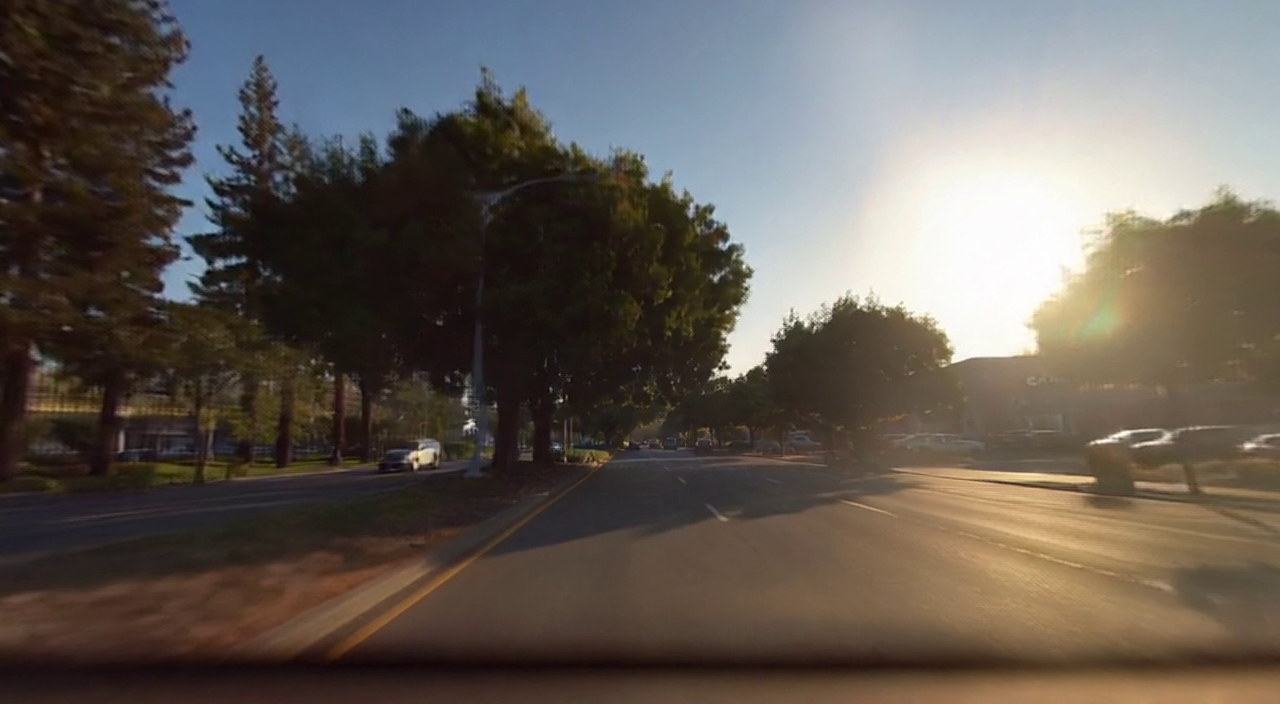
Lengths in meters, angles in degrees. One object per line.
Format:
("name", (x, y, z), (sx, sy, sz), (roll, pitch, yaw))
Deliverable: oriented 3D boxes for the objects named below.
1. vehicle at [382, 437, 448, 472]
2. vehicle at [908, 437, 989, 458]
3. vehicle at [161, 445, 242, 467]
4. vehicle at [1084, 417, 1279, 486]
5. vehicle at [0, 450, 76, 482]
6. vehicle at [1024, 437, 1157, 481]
("vehicle", (-11.952, 5.461, 33.833), (1.985, 1.715, 4.330), (0, -8, -1))
("vehicle", (22.221, 6.891, 45.623), (4.724, 1.471, 2.203), (0, -8, -1))
("vehicle", (-30.973, 7.336, 44.715), (4.308, 1.474, 1.917), (0, -8, -1))
("vehicle", (19.171, 3.487, 22.613), (2.232, 2.008, 5.812), (-3, -8, 0))
("vehicle", (-30.639, 5.500, 30.620), (4.742, 1.459, 1.867), (0, -8, -1))
("vehicle", (16.419, 3.879, 23.369), (1.892, 1.421, 4.556), (-2, -8, 6))
